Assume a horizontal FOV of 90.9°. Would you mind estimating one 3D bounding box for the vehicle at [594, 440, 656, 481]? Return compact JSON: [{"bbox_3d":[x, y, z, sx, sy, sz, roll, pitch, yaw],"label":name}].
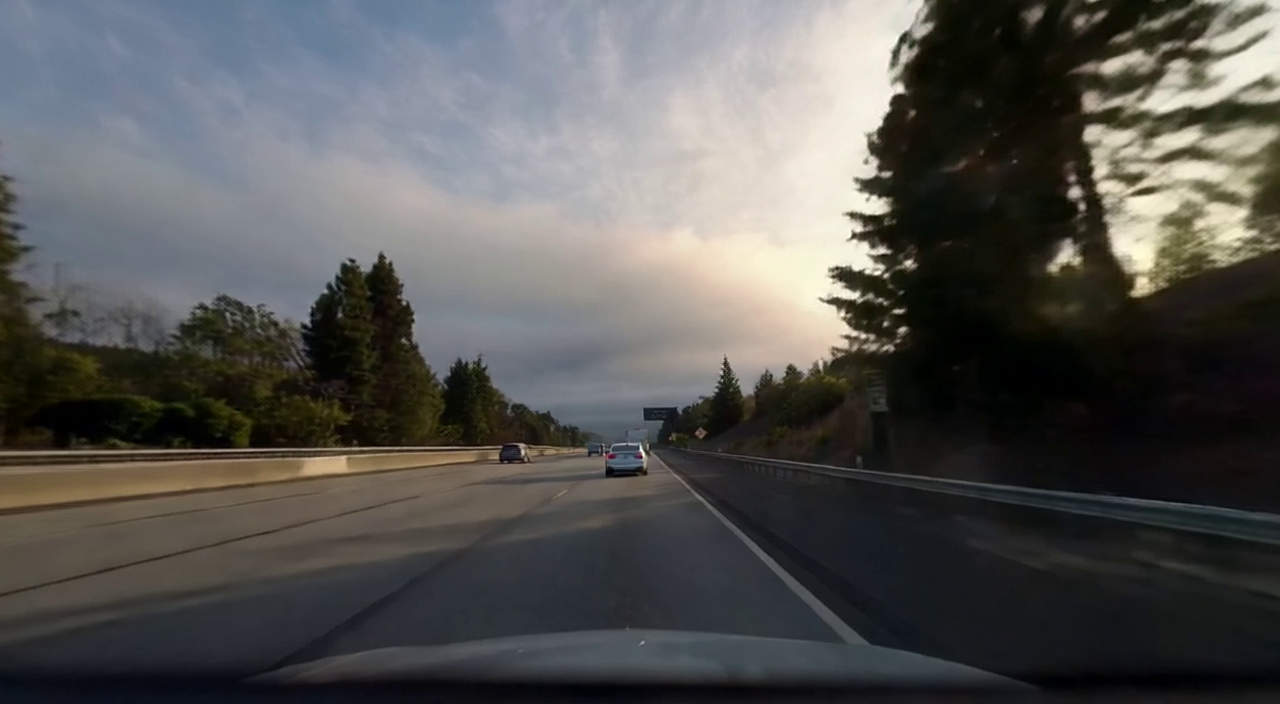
[{"bbox_3d":[-0.536,4.185,24.537,2.238,1.479,3.672,0,-9,0],"label":"vehicle"}]
